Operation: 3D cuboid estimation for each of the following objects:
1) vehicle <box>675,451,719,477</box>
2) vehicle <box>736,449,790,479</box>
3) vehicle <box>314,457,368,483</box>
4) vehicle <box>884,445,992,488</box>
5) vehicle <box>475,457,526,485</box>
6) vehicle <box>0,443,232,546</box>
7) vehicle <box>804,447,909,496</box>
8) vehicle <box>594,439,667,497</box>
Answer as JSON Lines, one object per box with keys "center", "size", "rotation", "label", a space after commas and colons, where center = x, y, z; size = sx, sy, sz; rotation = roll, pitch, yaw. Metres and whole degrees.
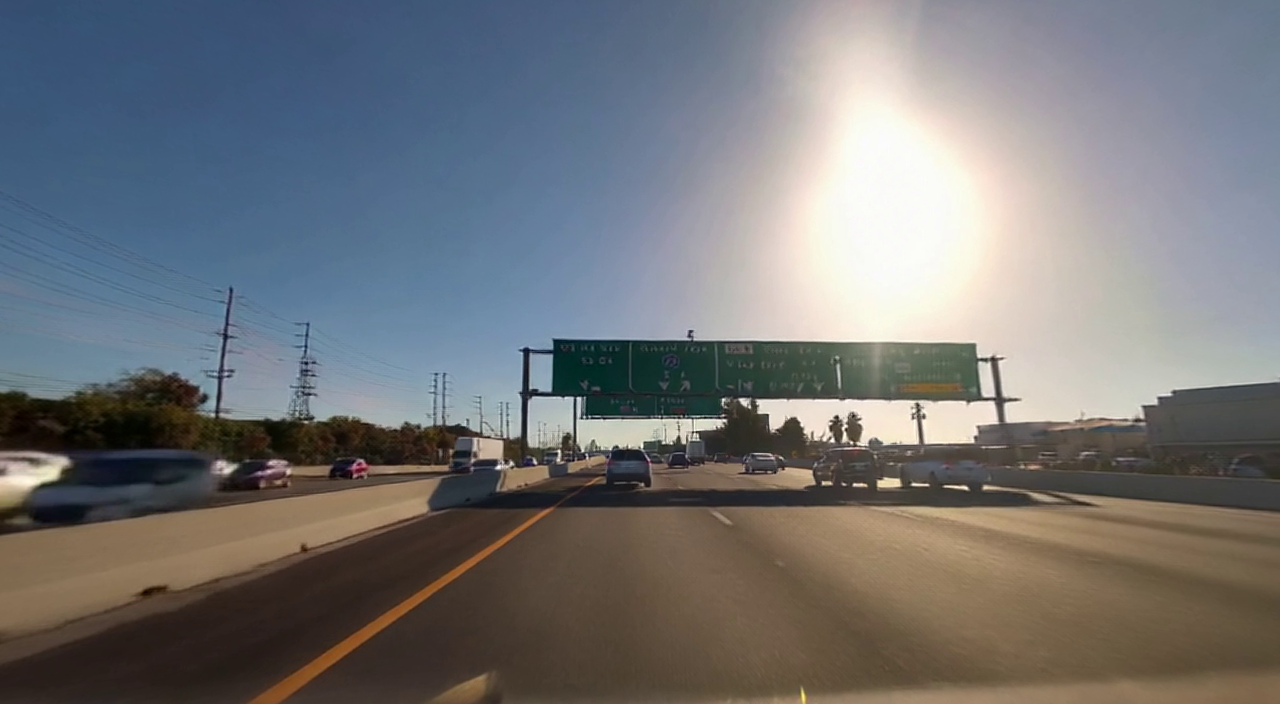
{"center": [3.370, 6.720, 38.162], "size": [2.115, 1.481, 3.968], "rotation": [0, -9, -2], "label": "vehicle"}
{"center": [6.677, 6.119, 34.776], "size": [1.934, 1.461, 4.368], "rotation": [0, -9, -3], "label": "vehicle"}
{"center": [-21.744, 8.597, 46.143], "size": [1.889, 1.708, 4.301], "rotation": [0, -9, -1], "label": "vehicle"}
{"center": [11.331, 4.360, 24.431], "size": [1.901, 1.485, 4.483], "rotation": [0, -9, -1], "label": "vehicle"}
{"center": [-8.155, 6.967, 37.329], "size": [1.937, 1.477, 4.561], "rotation": [0, -9, 1], "label": "vehicle"}
{"center": [-10.982, 2.799, 13.198], "size": [1.955, 1.758, 4.486], "rotation": [0, -9, -1], "label": "vehicle"}
{"center": [7.144, 3.949, 21.349], "size": [1.958, 1.473, 4.201], "rotation": [0, -9, -2], "label": "vehicle"}
{"center": [-0.329, 3.992, 22.143], "size": [2.298, 1.809, 4.359], "rotation": [0, -9, -1], "label": "vehicle"}
